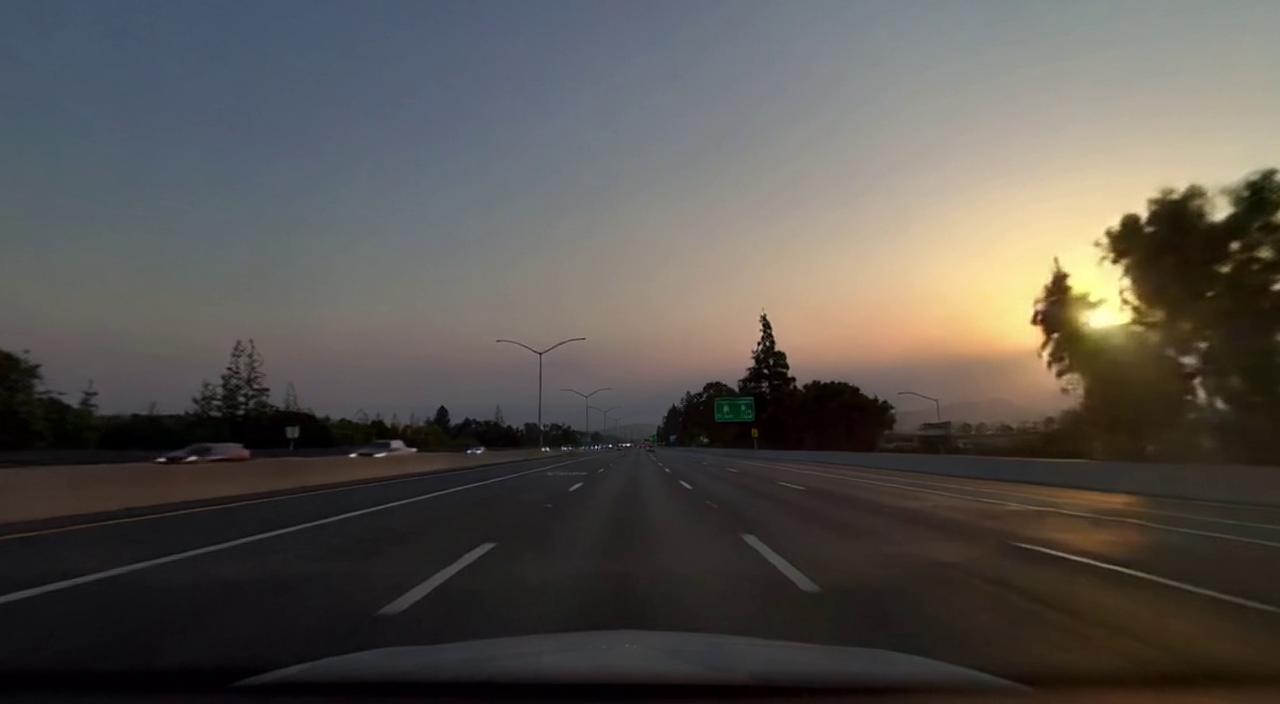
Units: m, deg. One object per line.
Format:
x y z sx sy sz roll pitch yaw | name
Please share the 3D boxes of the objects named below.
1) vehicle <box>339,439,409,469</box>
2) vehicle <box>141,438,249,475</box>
-17.510 6.769 41.849 2.251 1.813 5.265 -1 -9 1 | vehicle
-24.742 5.855 35.334 2.206 1.882 5.203 0 -9 1 | vehicle
